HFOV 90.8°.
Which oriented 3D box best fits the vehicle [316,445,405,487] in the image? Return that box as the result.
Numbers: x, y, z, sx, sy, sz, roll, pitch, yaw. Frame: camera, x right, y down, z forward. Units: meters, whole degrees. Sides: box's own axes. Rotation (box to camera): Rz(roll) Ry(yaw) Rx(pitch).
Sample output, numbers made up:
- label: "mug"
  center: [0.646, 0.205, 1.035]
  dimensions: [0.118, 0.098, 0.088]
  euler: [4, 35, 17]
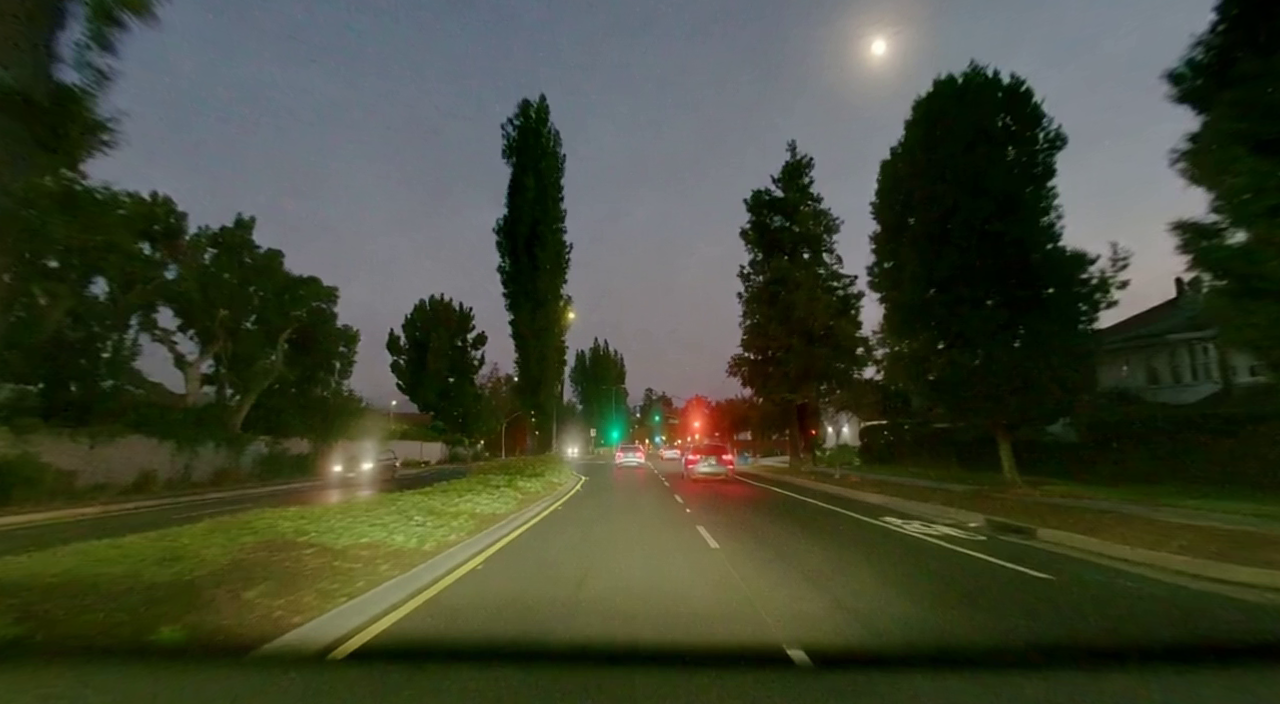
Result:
- label: "vehicle"
  center: [-12.466, 5.080, 28.569]
  dimensions: [1.993, 1.708, 4.623]
  euler: [0, -8, -1]

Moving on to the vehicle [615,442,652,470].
- label: "vehicle"
  center: [-0.391, 6.101, 37.240]
  dimensions: [2.018, 1.511, 3.993]
  euler: [0, -8, -1]

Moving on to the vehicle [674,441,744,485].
- label: "vehicle"
  center: [2.496, 4.141, 24.018]
  dimensions: [2.057, 1.496, 4.401]
  euler: [0, -8, -1]
